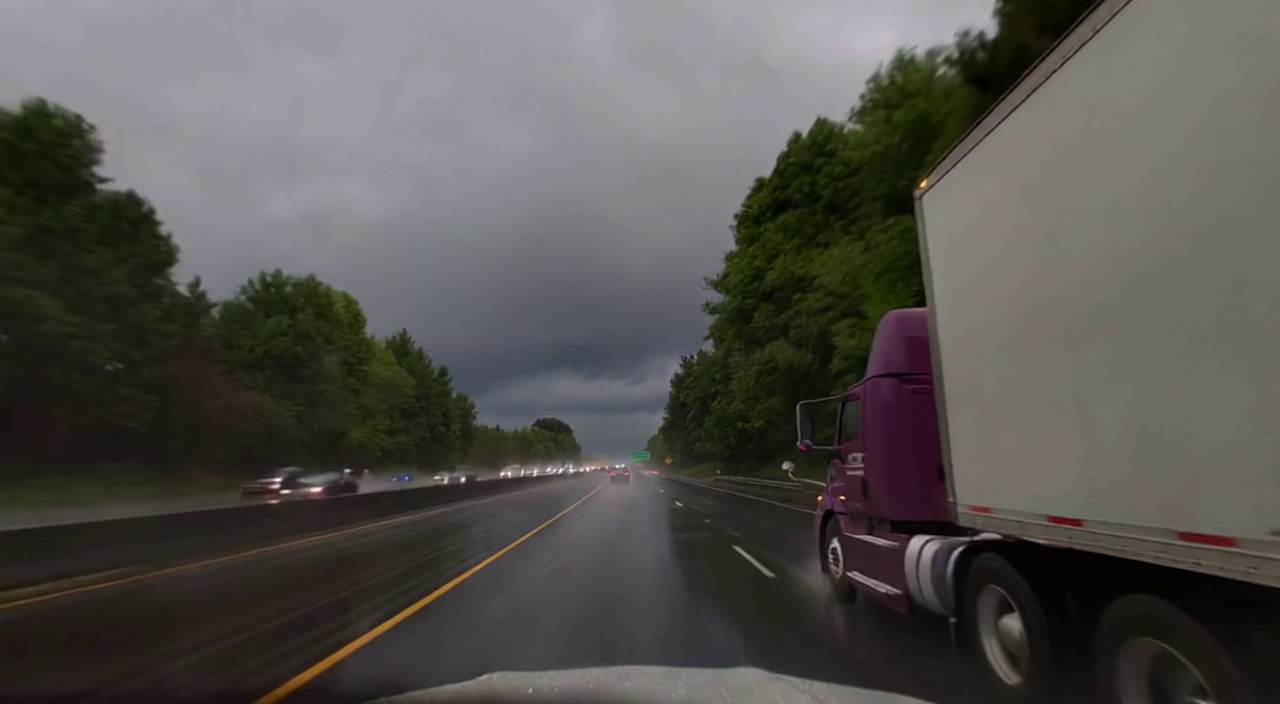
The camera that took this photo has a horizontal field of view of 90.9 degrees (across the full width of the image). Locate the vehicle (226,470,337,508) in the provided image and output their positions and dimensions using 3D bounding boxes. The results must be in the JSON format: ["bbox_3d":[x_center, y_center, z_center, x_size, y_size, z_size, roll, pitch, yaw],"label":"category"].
[{"bbox_3d":[-15.399,5.904,27.436,1.913,1.435,5.140,1,-11,-2],"label":"vehicle"}]

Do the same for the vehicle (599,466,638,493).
[{"bbox_3d":[-1.141,7.009,34.738,2.032,1.407,3.641,1,-11,-1],"label":"vehicle"}]

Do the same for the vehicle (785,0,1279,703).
[{"bbox_3d":[3.588,0.048,3.988,3.019,4.226,9.221,1,-11,0],"label":"vehicle"}]
